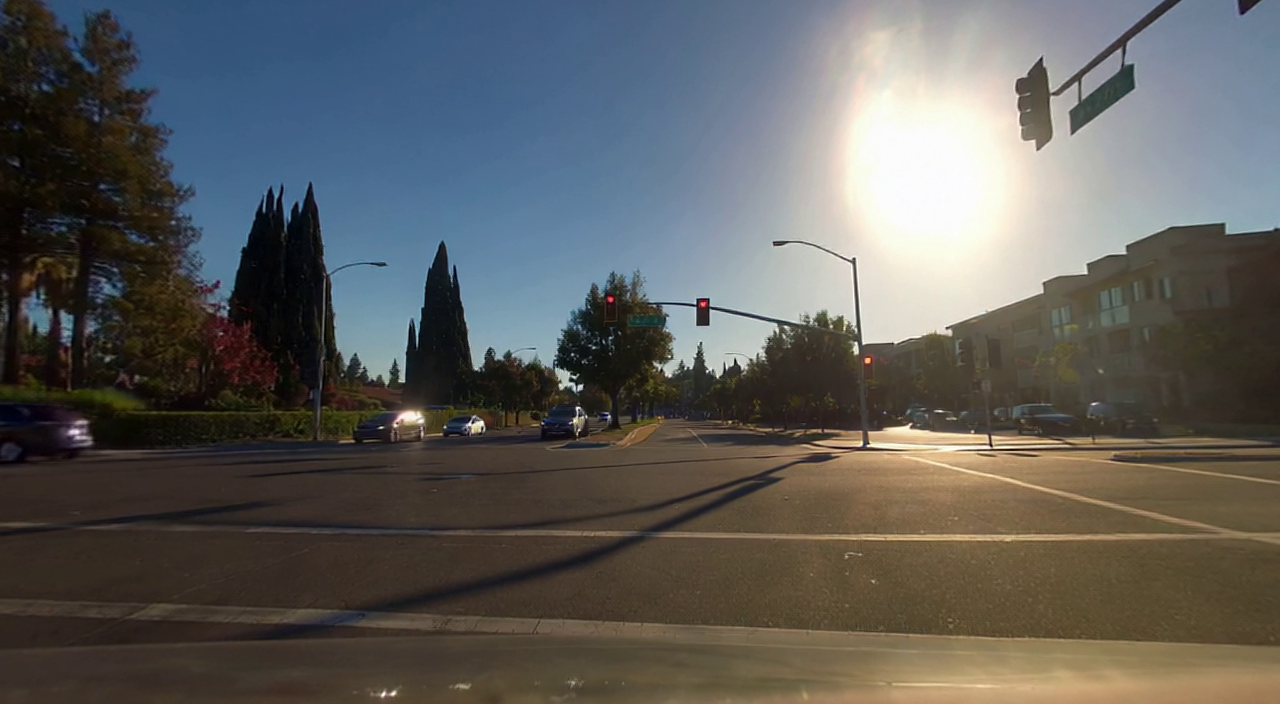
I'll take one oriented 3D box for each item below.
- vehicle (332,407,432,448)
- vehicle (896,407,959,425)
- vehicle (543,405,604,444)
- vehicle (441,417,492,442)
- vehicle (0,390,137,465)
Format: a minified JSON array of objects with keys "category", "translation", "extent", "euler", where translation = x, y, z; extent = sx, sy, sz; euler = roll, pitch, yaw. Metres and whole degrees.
[{"category":"vehicle","translation":[-12.713,3.848,31.595],"extent":[2.340,1.902,4.920],"euler":[-2,-9,9]},{"category":"vehicle","translation":[22.003,4.933,48.440],"extent":[3.933,1.219,1.700],"euler":[-1,-9,3]},{"category":"vehicle","translation":[-3.446,3.980,33.873],"extent":[2.306,1.907,5.382],"euler":[-1,-8,4]},{"category":"vehicle","translation":[-11.235,5.116,41.164],"extent":[1.899,1.510,4.294],"euler":[-1,-8,3]},{"category":"vehicle","translation":[-17.201,2.068,17.067],"extent":[5.383,1.870,2.203],"euler":[-1,-9,3]}]
